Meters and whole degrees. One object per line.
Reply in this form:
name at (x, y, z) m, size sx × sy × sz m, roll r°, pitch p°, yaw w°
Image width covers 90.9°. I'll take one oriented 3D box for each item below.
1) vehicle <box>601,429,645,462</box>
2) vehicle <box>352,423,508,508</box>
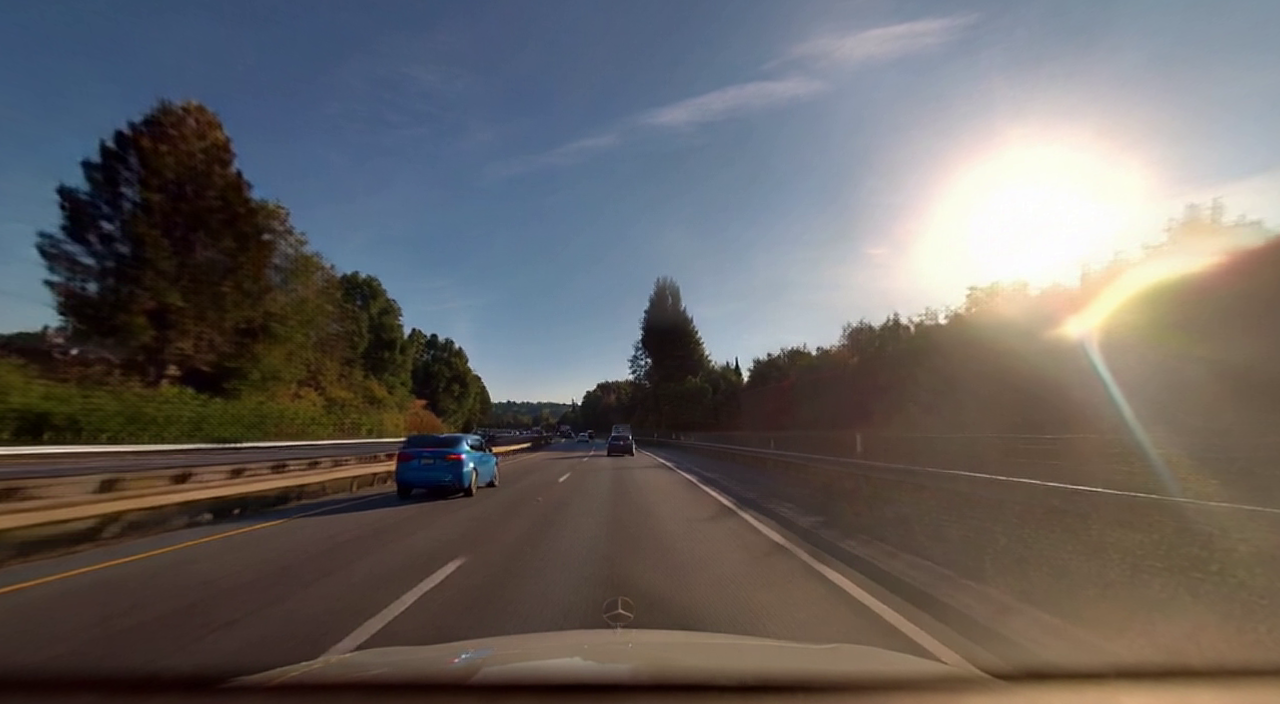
vehicle at (-0.893, 4.950, 33.527) m, size 2.162 × 1.616 × 4.242 m, roll 0°, pitch -8°, yaw -1°
vehicle at (-4.233, 2.342, 13.537) m, size 1.975 × 1.518 × 4.242 m, roll 0°, pitch -8°, yaw -1°
